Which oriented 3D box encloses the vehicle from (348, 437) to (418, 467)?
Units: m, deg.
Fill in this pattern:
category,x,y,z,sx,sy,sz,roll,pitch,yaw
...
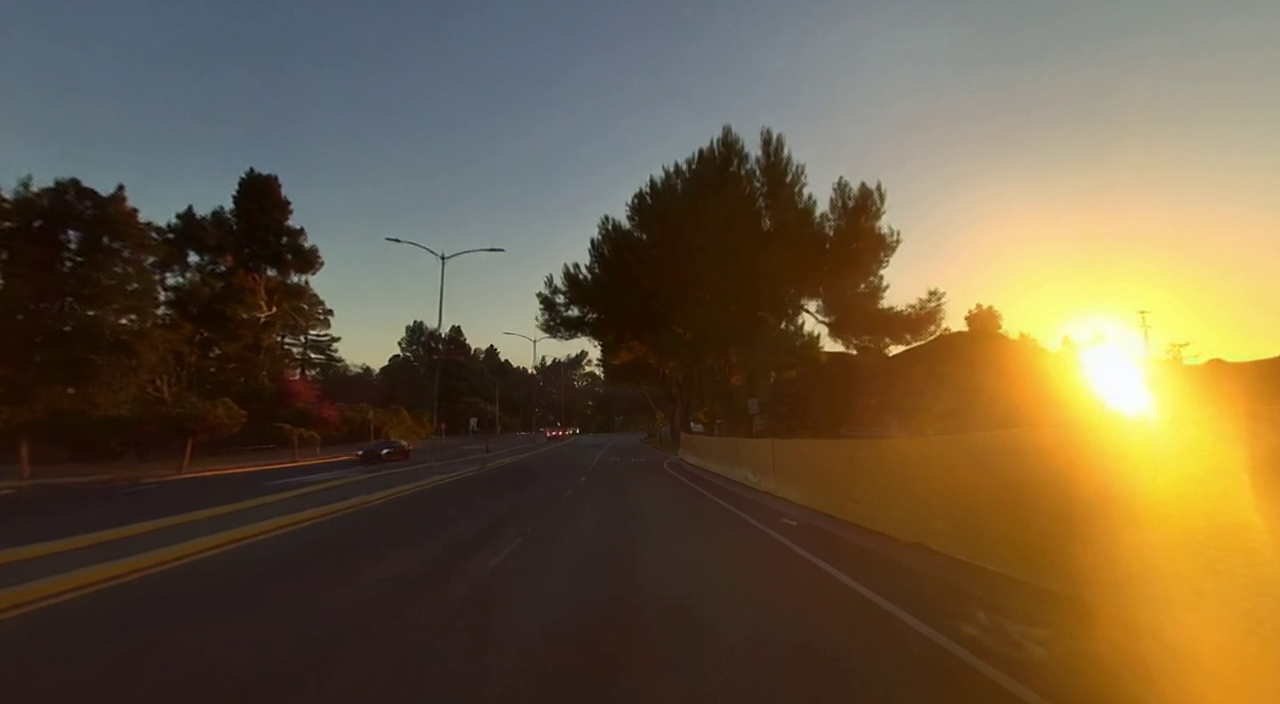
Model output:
category,x,y,z,sx,sy,sz,roll,pitch,yaw
vehicle,-14.249,5.583,35.326,1.969,1.563,4.648,0,-9,0
